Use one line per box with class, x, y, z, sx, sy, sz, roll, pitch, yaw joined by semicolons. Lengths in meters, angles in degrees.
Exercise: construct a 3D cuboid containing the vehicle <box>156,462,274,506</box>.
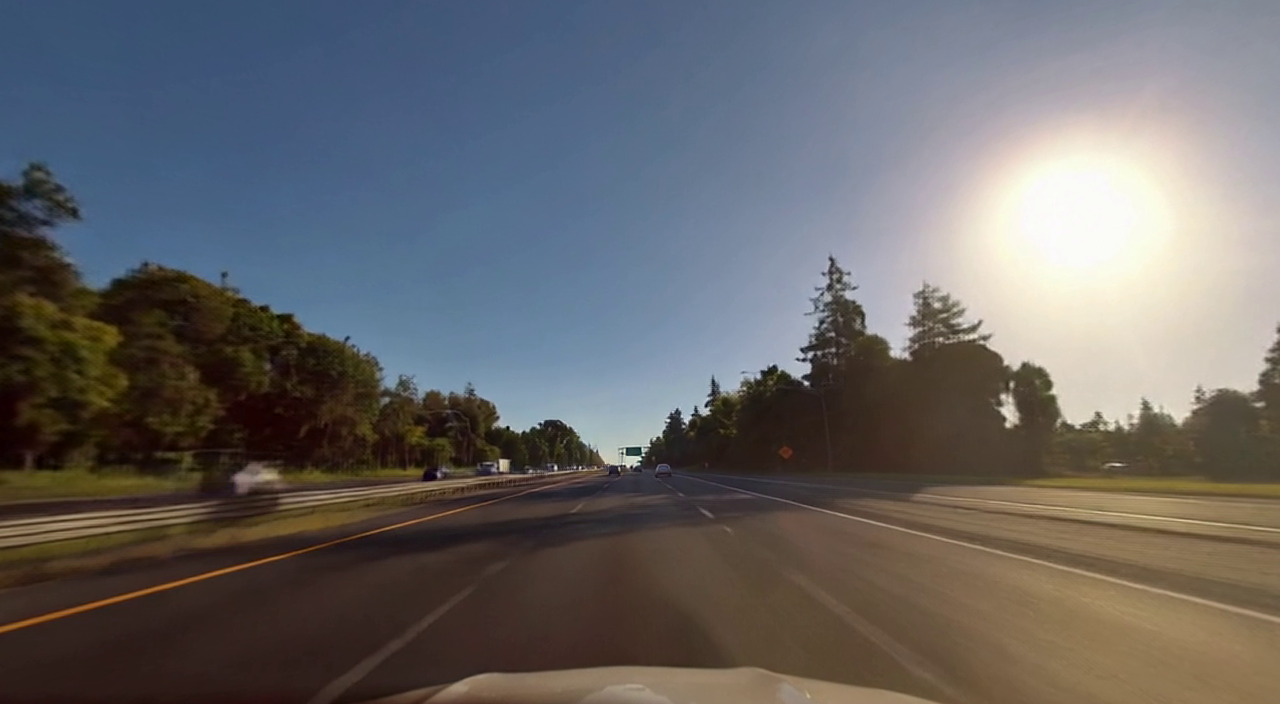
vehicle;-18.042;5.617;26.969;2.041;1.667;4.171;1;-10;1
